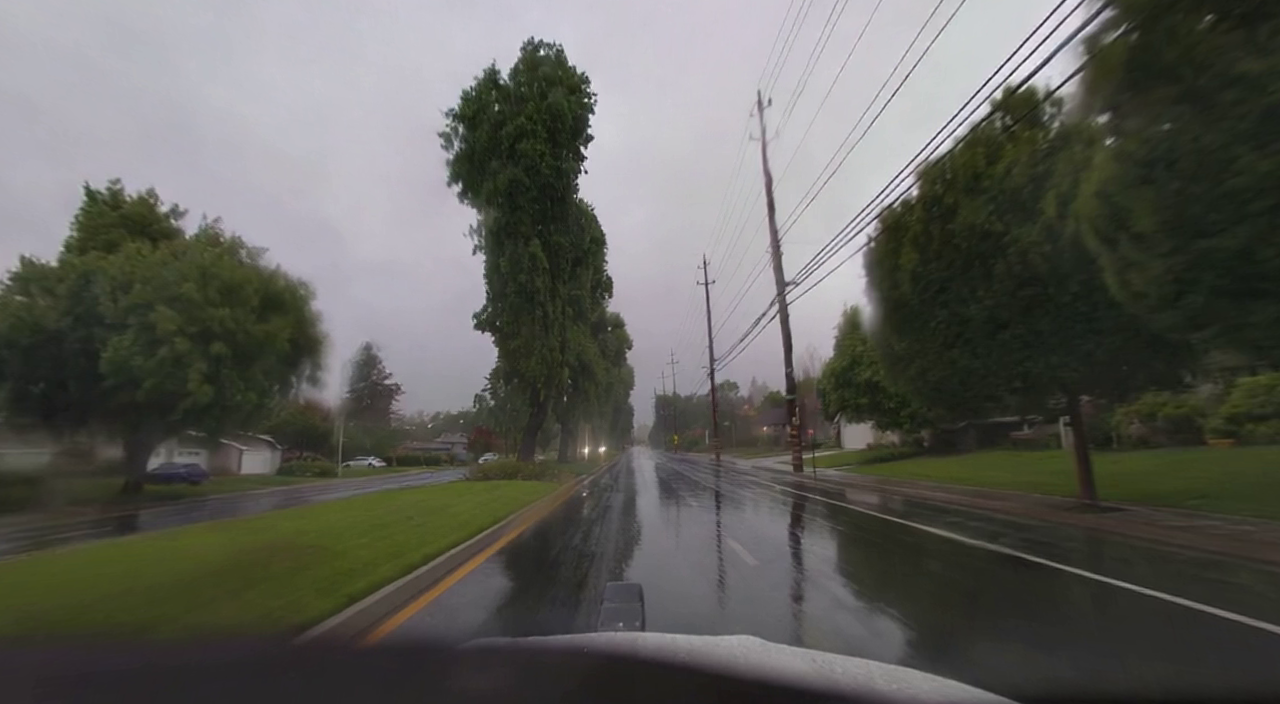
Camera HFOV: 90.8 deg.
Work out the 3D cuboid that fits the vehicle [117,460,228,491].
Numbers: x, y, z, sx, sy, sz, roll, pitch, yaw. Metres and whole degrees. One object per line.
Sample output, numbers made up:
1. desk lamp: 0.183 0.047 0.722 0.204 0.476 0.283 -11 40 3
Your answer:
1. vehicle: -26.999 7.142 36.567 4.929 1.667 1.930 -1 -9 2
